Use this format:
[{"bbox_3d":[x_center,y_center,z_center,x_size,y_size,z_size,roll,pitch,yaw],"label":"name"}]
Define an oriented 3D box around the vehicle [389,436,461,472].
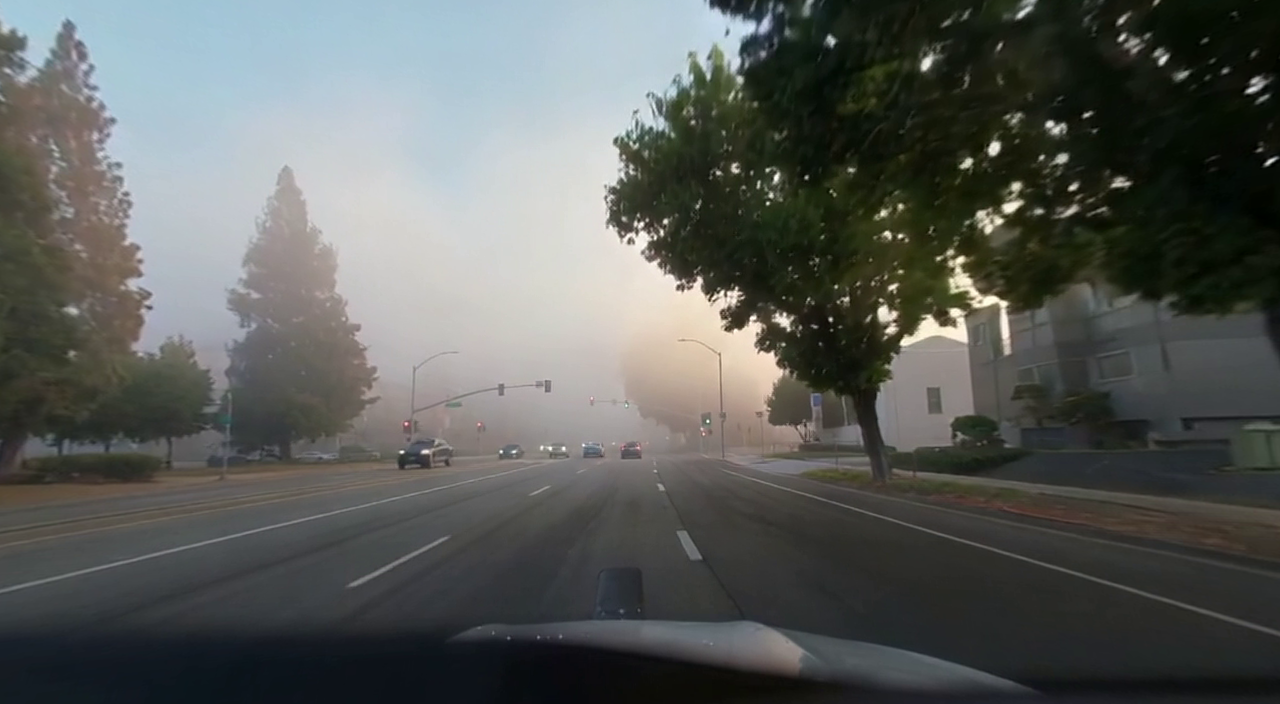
[{"bbox_3d":[-12.022,5.732,35.720,2.184,1.812,5.245,0,-9,0],"label":"vehicle"}]
